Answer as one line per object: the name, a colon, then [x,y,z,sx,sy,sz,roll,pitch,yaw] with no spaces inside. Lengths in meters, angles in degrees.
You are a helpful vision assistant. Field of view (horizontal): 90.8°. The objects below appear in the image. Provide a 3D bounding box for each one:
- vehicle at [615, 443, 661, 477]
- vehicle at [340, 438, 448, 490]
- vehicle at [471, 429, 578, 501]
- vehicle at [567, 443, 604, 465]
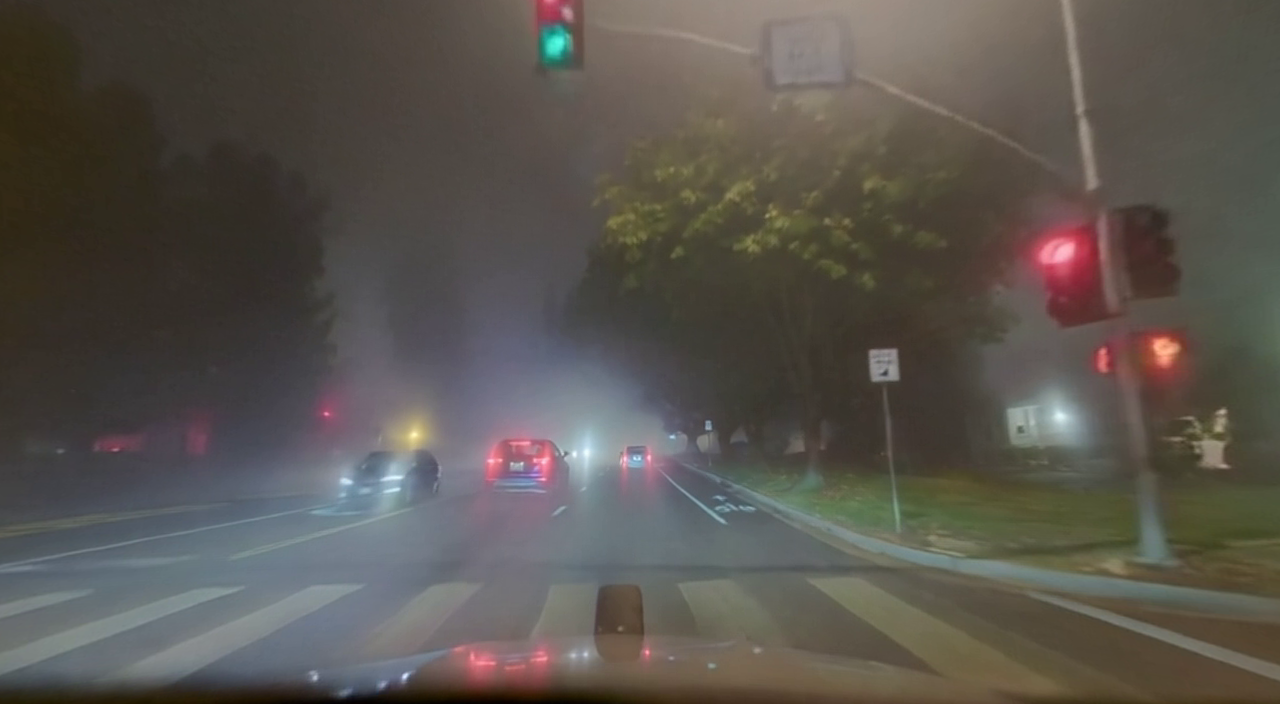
vehicle: [-0.101,5.205,30.750,2.062,1.518,3.901,0,-8,0]
vehicle: [-9.014,4.126,23.653,2.149,1.662,4.600,-2,-8,1]
vehicle: [-3.114,3.158,18.065,2.157,1.771,4.452,0,-8,1]
vehicle: [-3.893,7.356,45.671,2.268,1.522,4.350,0,-8,0]
